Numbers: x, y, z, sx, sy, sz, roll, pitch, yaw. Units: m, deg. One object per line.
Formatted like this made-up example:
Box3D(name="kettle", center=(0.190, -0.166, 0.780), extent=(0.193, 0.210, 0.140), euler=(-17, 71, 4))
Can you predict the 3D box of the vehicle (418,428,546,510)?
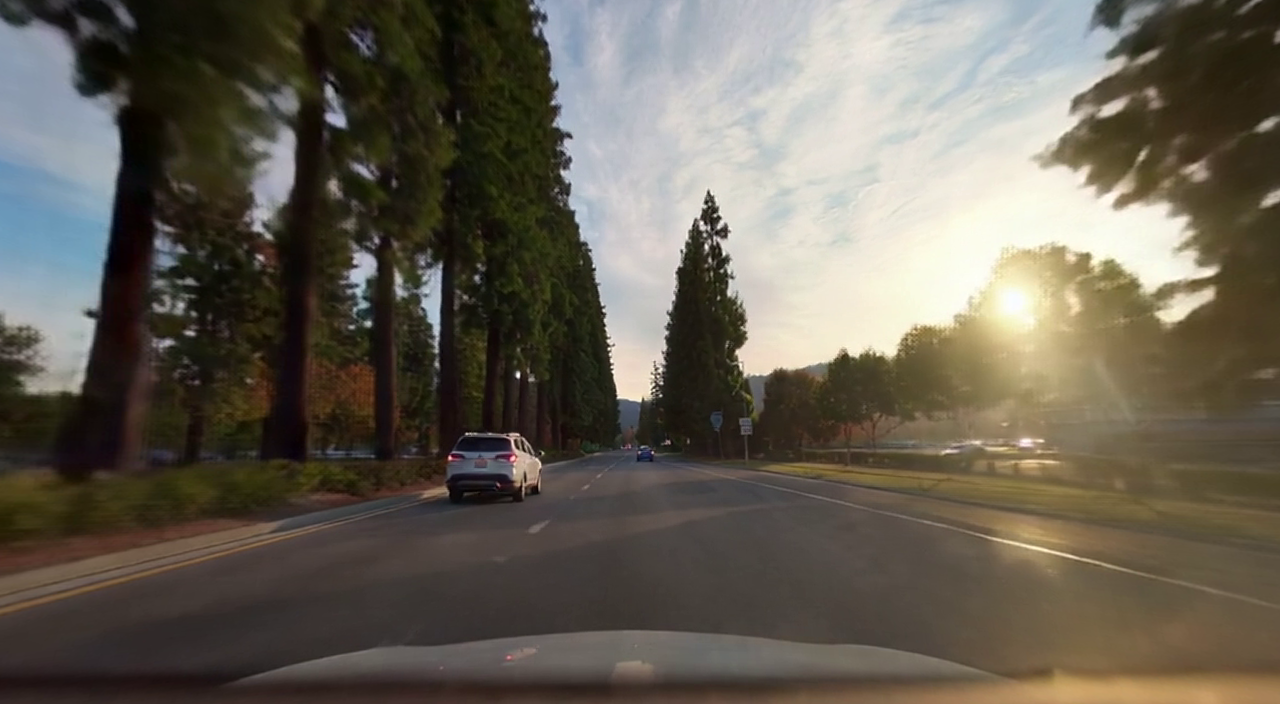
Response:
Box3D(name="vehicle", center=(-3.743, 2.845, 15.840), extent=(2.078, 1.748, 4.279), euler=(0, -8, 0))
